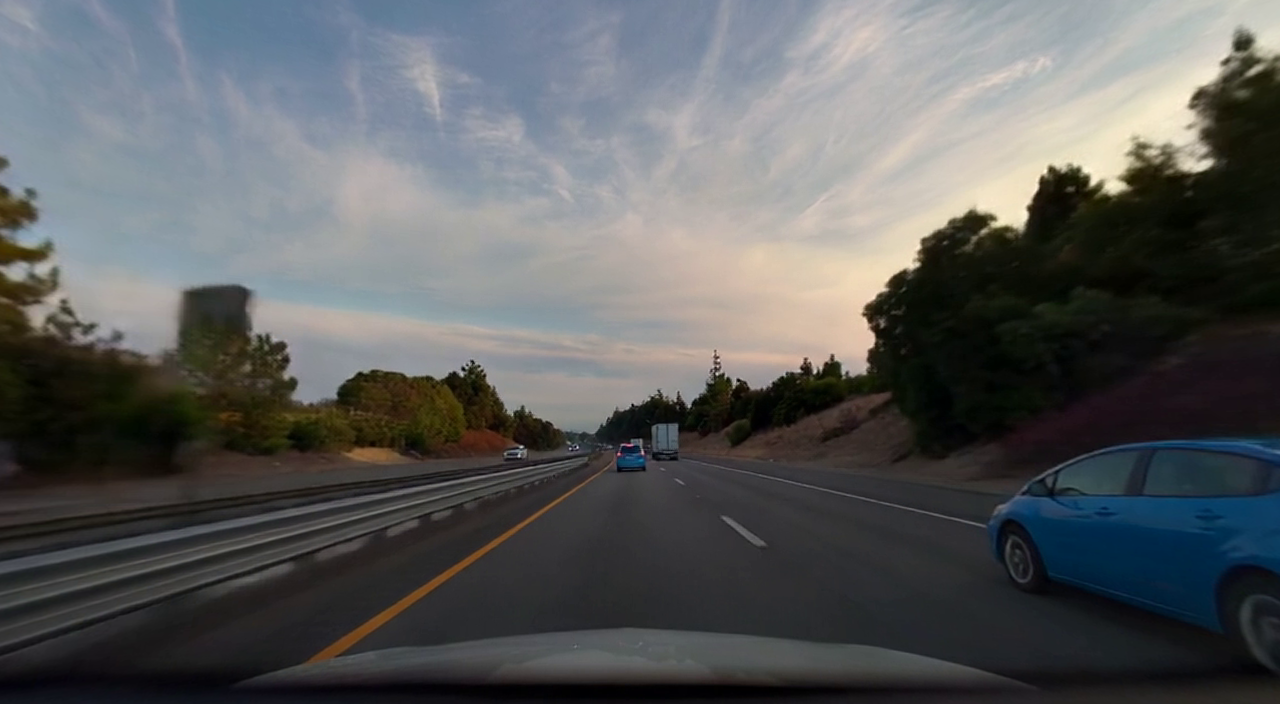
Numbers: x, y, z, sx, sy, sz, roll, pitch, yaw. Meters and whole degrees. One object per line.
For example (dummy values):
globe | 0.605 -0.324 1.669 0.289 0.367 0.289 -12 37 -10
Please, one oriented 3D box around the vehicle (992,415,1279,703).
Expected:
vehicle | 4.154 1.120 3.730 1.917 1.421 3.759 0 -9 0

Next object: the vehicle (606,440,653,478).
vehicle | -0.512 5.224 31.013 2.190 1.706 4.062 0 -9 -1
